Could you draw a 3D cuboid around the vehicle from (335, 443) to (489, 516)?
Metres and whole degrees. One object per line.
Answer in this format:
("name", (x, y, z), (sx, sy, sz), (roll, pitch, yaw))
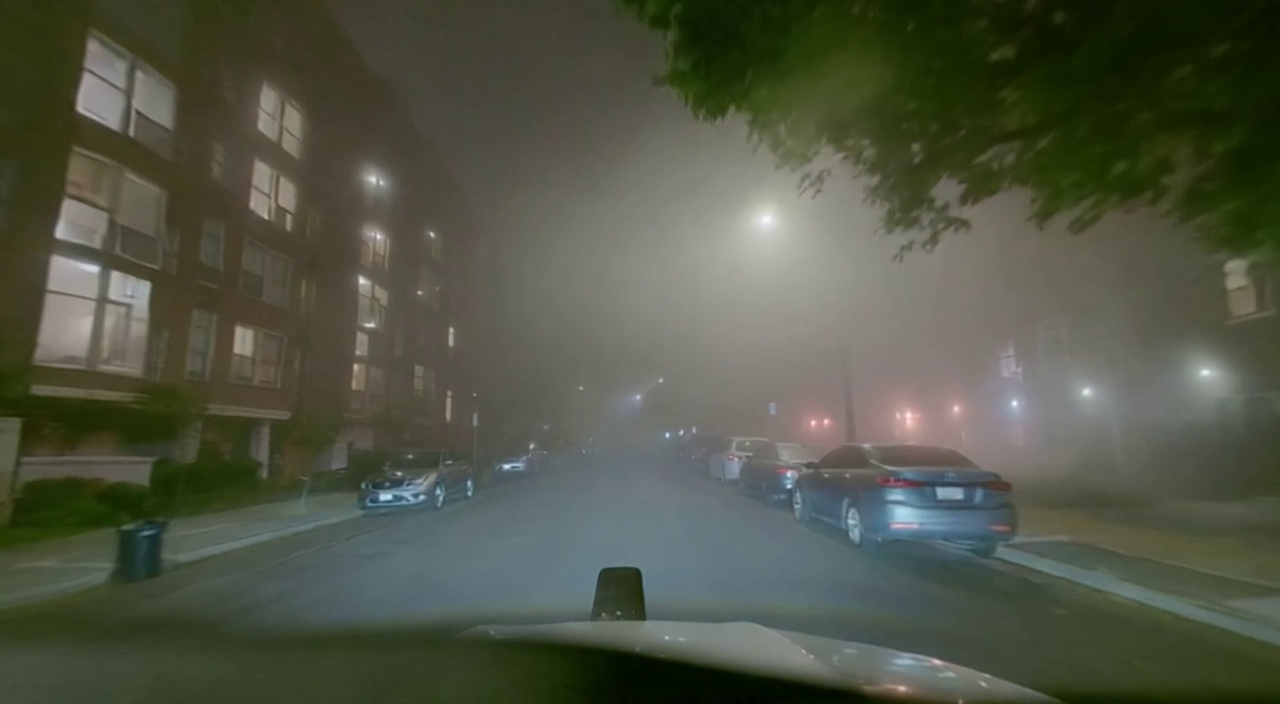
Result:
("vehicle", (-5.318, 2.992, 15.497), (2.080, 1.458, 4.511), (-1, -8, 0))

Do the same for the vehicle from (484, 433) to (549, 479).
("vehicle", (-5.507, 4.692, 28.800), (2.069, 1.881, 4.697), (0, -8, -1))

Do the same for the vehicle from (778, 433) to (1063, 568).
("vehicle", (3.630, 1.983, 9.388), (1.881, 1.460, 4.737), (0, -8, -3))
